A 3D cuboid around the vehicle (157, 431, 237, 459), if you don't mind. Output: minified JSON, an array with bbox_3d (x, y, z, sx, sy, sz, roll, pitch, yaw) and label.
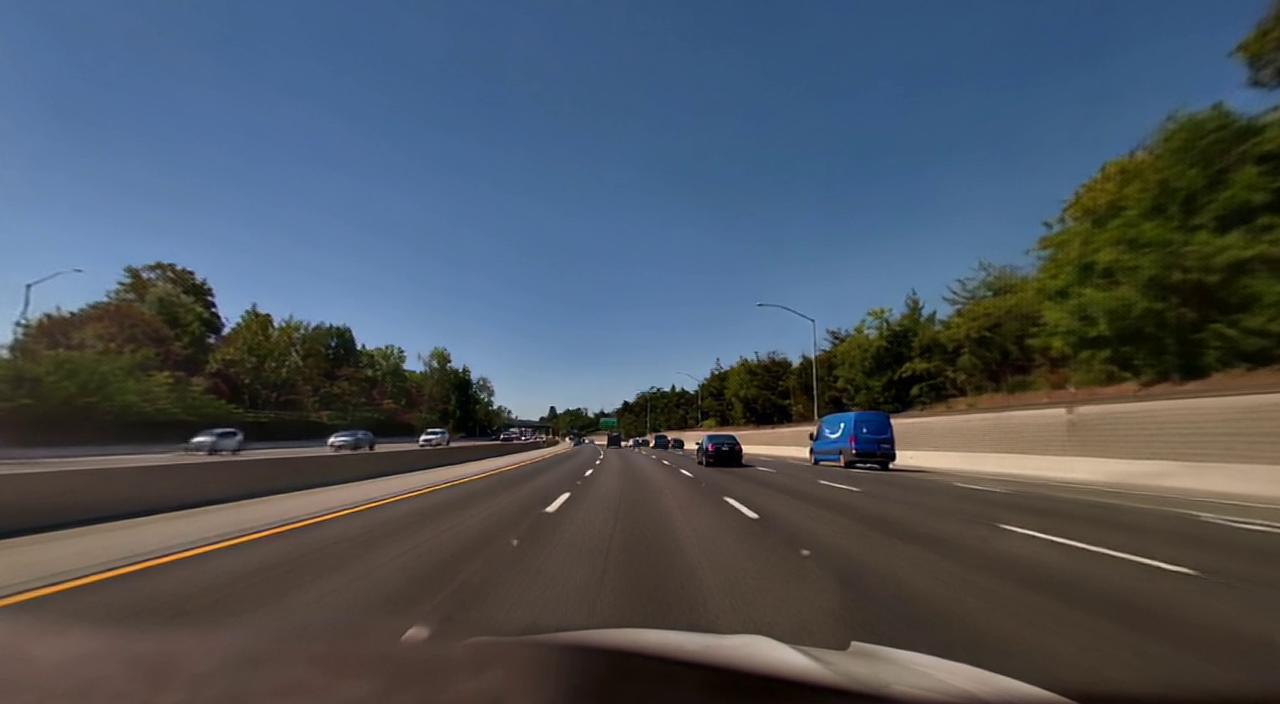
[{"bbox_3d":[-26.031,5.503,37.276,1.848,1.513,4.086,0,-8,-2],"label":"vehicle"}]

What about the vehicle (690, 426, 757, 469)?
[{"bbox_3d":[3.538,4.175,27.689,2.141,1.732,4.279,0,-8,-3],"label":"vehicle"}]

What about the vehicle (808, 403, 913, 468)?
[{"bbox_3d":[10.550,4.141,30.935,2.274,2.802,6.802,0,-8,-4],"label":"vehicle"}]

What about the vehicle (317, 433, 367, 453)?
[{"bbox_3d":[-22.612,6.952,48.050,1.895,1.469,4.267,0,-8,-3],"label":"vehicle"}]
